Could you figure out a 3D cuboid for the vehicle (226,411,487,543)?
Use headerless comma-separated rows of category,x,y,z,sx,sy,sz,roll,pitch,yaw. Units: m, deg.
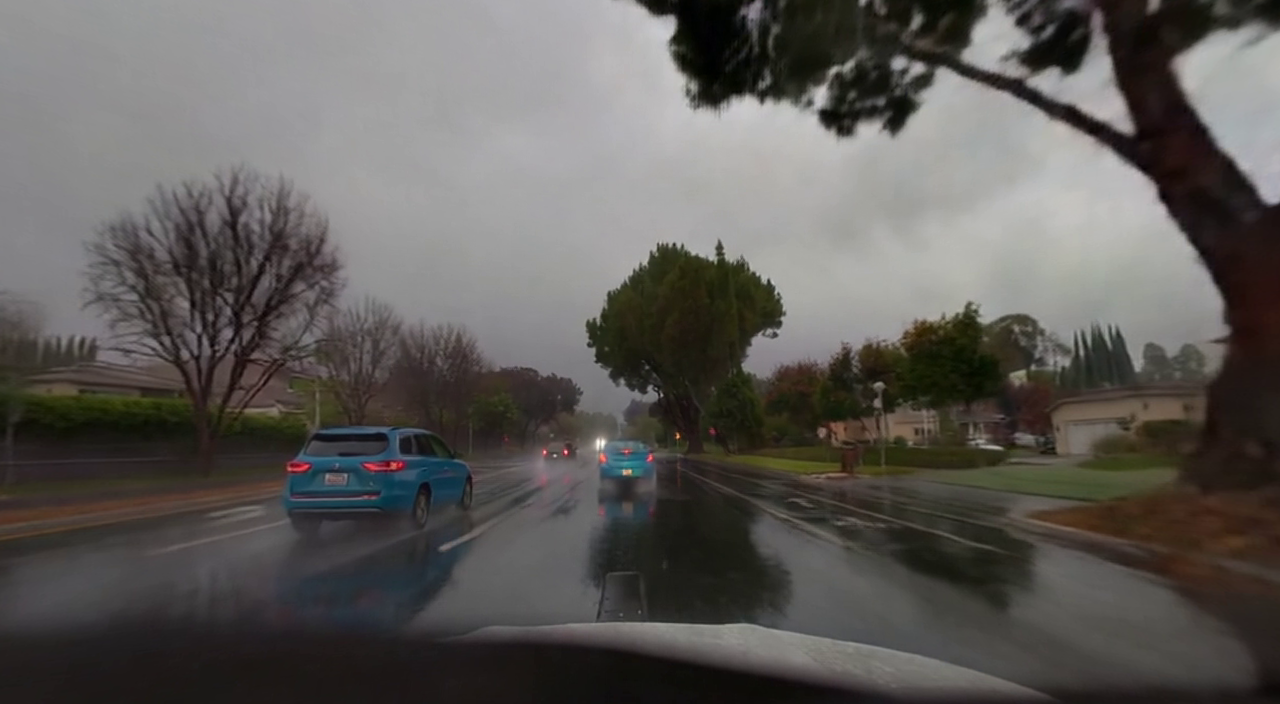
vehicle,-4.285,1.975,10.644,2.243,1.722,4.621,0,-8,0

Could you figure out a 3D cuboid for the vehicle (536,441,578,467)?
vehicle,-4.968,6.168,38.509,2.014,1.493,4.658,0,-8,-1

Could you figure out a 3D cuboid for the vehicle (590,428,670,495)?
vehicle,-0.321,3.232,19.001,2.131,1.761,4.242,0,-8,-1
